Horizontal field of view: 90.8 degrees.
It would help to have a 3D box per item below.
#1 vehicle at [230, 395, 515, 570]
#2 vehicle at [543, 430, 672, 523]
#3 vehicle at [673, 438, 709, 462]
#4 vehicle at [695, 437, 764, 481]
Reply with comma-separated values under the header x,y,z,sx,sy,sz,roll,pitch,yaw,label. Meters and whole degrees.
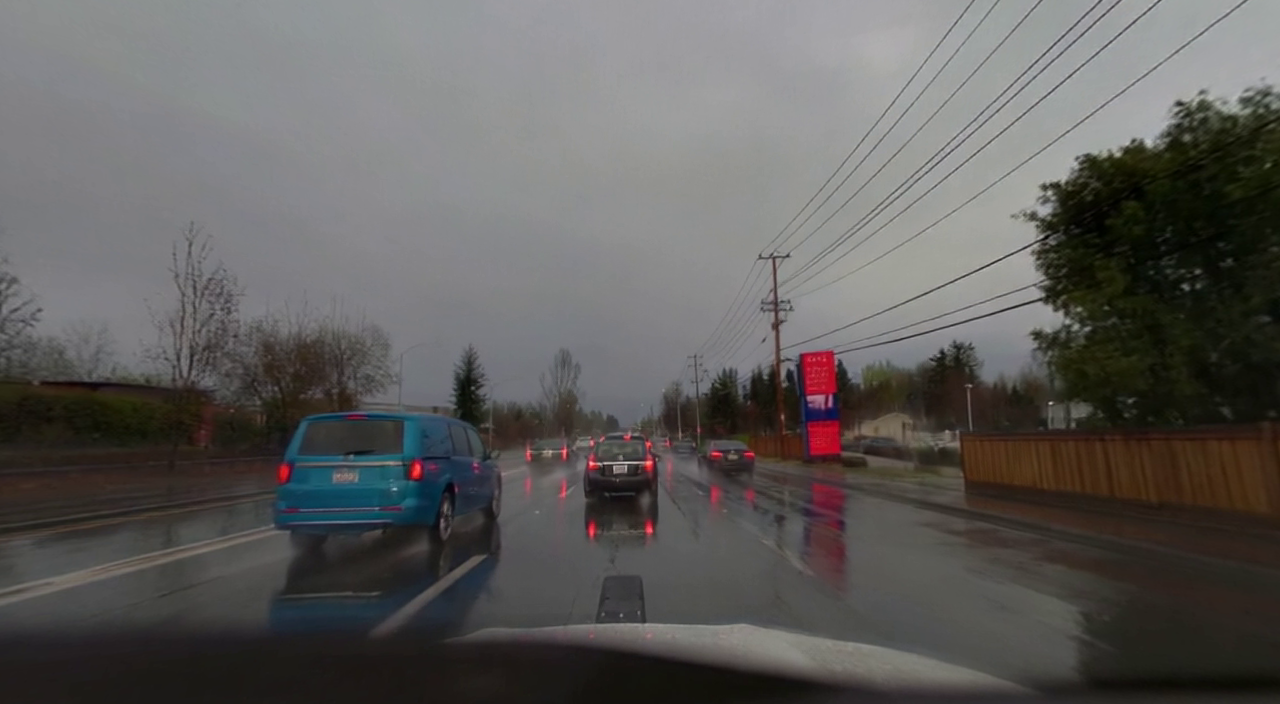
x,y,z,sx,sy,sz,roll,pitch,yaw,label
-3.314,1.735,9.146,2.092,1.839,4.736,0,-8,-1,vehicle
-0.551,2.318,12.274,2.097,1.511,3.809,0,-8,-1,vehicle
3.173,6.194,40.103,1.841,1.456,4.237,0,-8,-2,vehicle
3.267,3.986,23.904,1.878,1.479,4.461,0,-8,-1,vehicle
